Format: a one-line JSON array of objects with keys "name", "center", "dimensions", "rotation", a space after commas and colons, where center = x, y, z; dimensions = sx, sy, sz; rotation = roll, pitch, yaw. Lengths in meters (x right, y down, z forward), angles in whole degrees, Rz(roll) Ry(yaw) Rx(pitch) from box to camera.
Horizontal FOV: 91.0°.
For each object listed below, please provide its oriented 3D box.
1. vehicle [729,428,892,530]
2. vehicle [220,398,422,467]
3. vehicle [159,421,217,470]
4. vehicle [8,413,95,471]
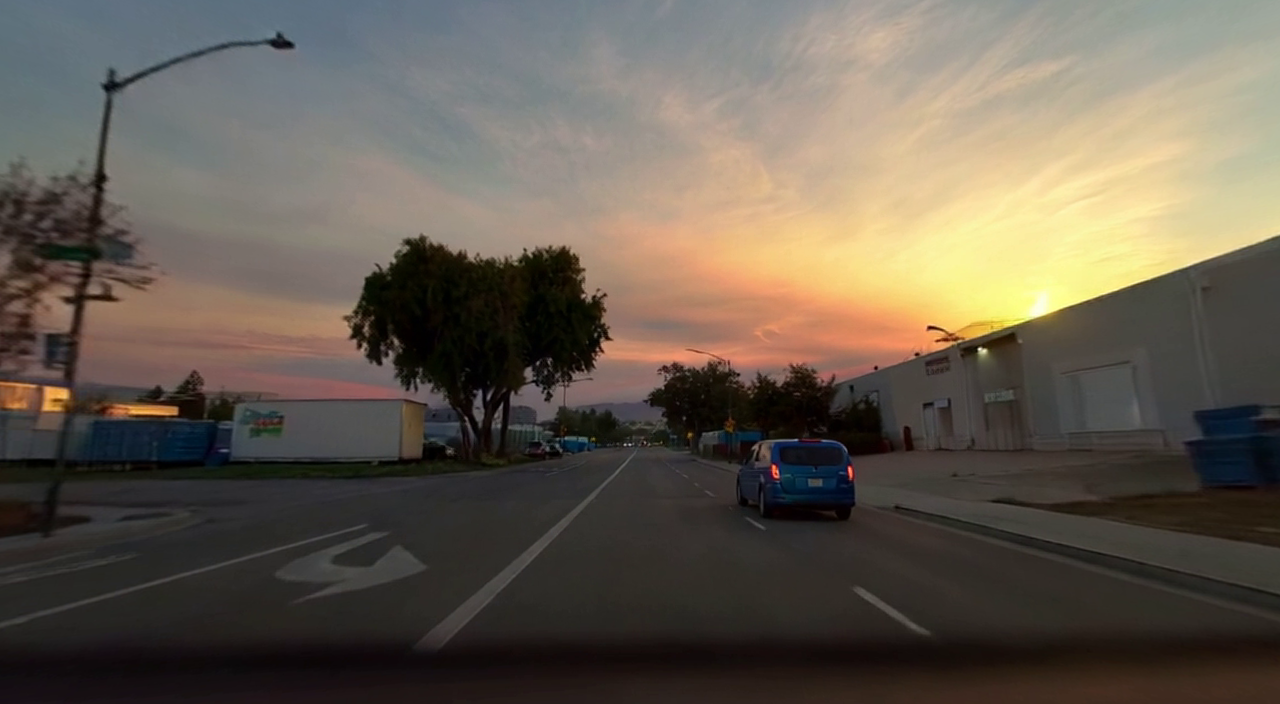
[{"name": "vehicle", "center": [3.419, 2.663, 13.856], "dimensions": [2.202, 1.822, 4.826], "rotation": [0, -9, 0]}, {"name": "vehicle", "center": [-19.709, 5.073, 39.538], "dimensions": [10.797, 4.039, 3.044], "rotation": [0, -9, -1]}, {"name": "vehicle", "center": [-33.926, 6.970, 47.142], "dimensions": [2.841, 3.355, 7.180], "rotation": [7, -11, -38]}, {"name": "vehicle", "center": [-39.817, 6.174, 42.881], "dimensions": [3.287, 3.586, 7.296], "rotation": [7, -11, -37]}]
